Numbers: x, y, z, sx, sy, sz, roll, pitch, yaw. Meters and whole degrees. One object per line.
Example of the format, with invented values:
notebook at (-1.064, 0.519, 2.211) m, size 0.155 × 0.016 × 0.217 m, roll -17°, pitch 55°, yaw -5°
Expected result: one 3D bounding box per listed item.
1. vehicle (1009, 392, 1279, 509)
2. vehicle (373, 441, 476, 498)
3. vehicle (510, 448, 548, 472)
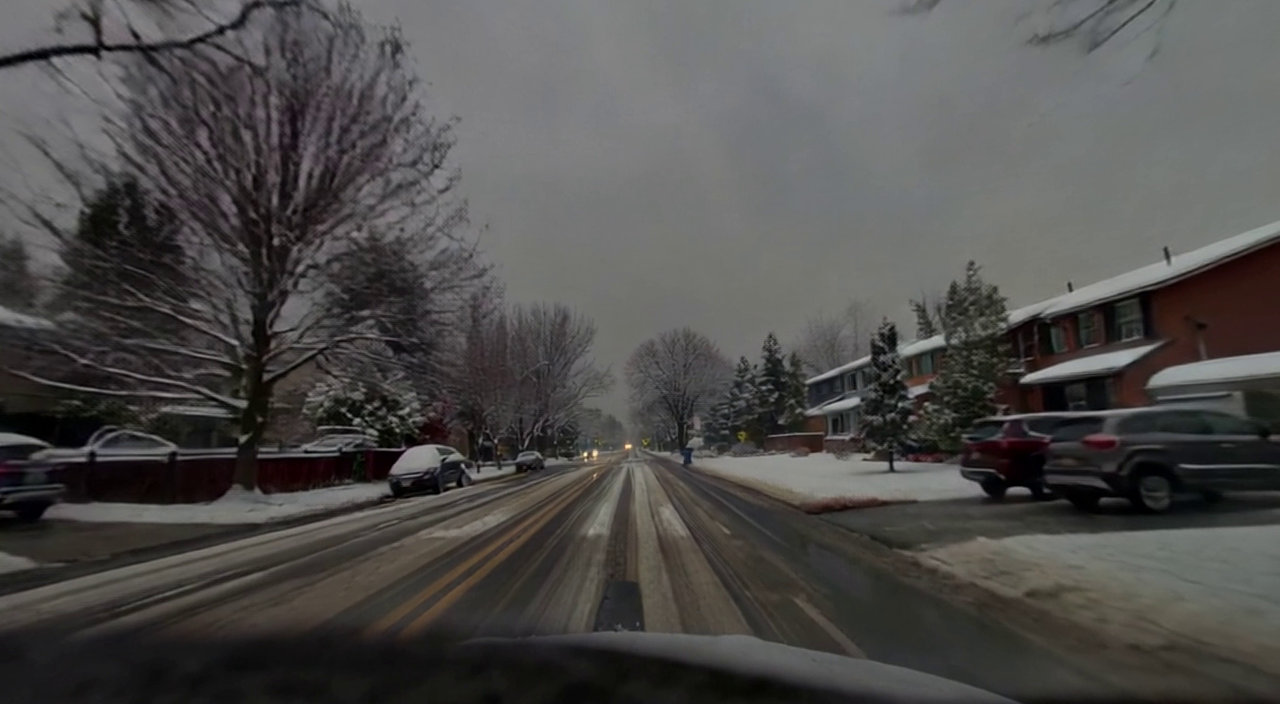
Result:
vehicle at (8.929, 1.589, 10.296) m, size 4.535 × 1.697 × 1.968 m, roll 0°, pitch -9°, yaw 0°
vehicle at (-7.821, 4.266, 23.460) m, size 2.122 × 1.739 × 4.770 m, roll -4°, pitch -8°, yaw 0°
vehicle at (-7.959, 7.768, 45.582) m, size 1.880 × 1.469 × 4.221 m, roll -4°, pitch -9°, yaw 1°
